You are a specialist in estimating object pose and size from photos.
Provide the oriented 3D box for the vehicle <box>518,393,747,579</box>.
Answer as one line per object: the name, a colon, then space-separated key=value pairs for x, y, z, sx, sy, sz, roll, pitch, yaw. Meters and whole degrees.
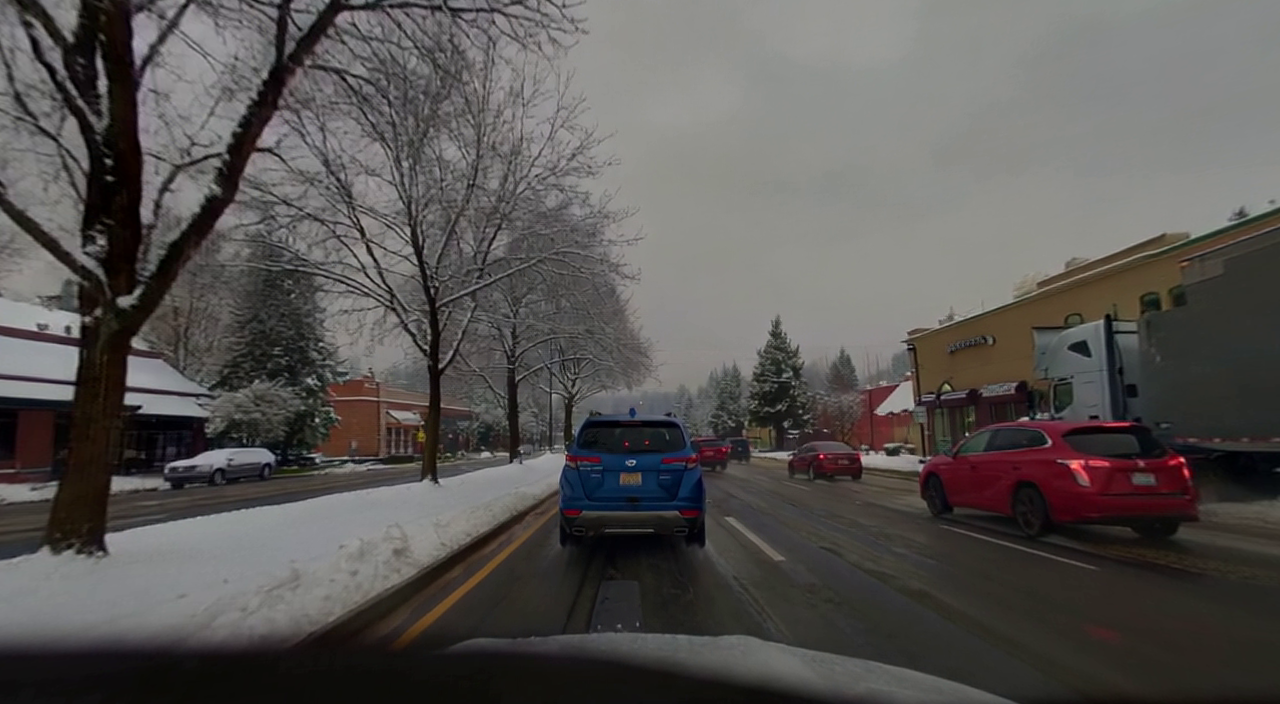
vehicle: x=-0.106 y=1.679 z=8.609 sx=2.320 sy=1.880 sz=4.192 roll=0 pitch=-9 yaw=-1

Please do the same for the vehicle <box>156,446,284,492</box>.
vehicle: x=-19.235 y=5.335 z=29.339 sx=2.302 sy=1.939 sz=5.221 roll=0 pitch=-9 yaw=1

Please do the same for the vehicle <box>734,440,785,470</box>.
vehicle: x=6.451 y=5.605 z=34.625 sx=1.914 sy=1.523 sz=4.287 roll=0 pitch=-9 yaw=0

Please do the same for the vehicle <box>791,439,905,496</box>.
vehicle: x=6.263 y=3.514 z=19.653 sx=2.035 sy=1.553 sz=4.465 roll=0 pitch=-9 yaw=0

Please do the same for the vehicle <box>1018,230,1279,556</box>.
vehicle: x=9.975 y=0.068 z=5.250 sx=2.879 sy=4.284 sz=17.334 roll=0 pitch=-9 yaw=-1
